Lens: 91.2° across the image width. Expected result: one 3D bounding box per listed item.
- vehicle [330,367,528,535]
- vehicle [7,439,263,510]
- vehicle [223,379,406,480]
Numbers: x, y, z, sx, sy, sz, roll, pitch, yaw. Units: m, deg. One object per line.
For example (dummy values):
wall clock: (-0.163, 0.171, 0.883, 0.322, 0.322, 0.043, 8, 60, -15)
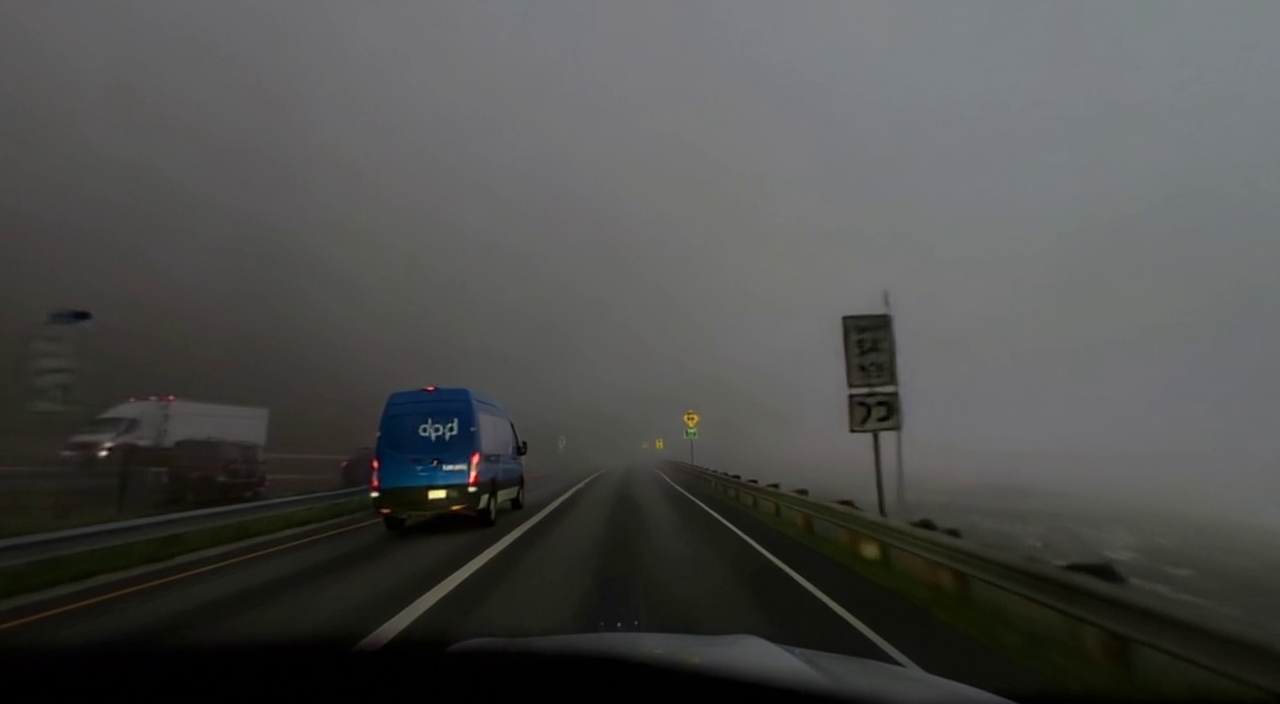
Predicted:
vehicle: (-3.953, 2.098, 13.520, 2.463, 2.640, 7.034, 1, -9, -6)
vehicle: (-12.151, 2.943, 15.486, 4.396, 1.557, 1.952, 2, -9, -15)
vehicle: (-14.715, 3.598, 28.153, 8.365, 3.958, 3.166, -6, -10, 31)
